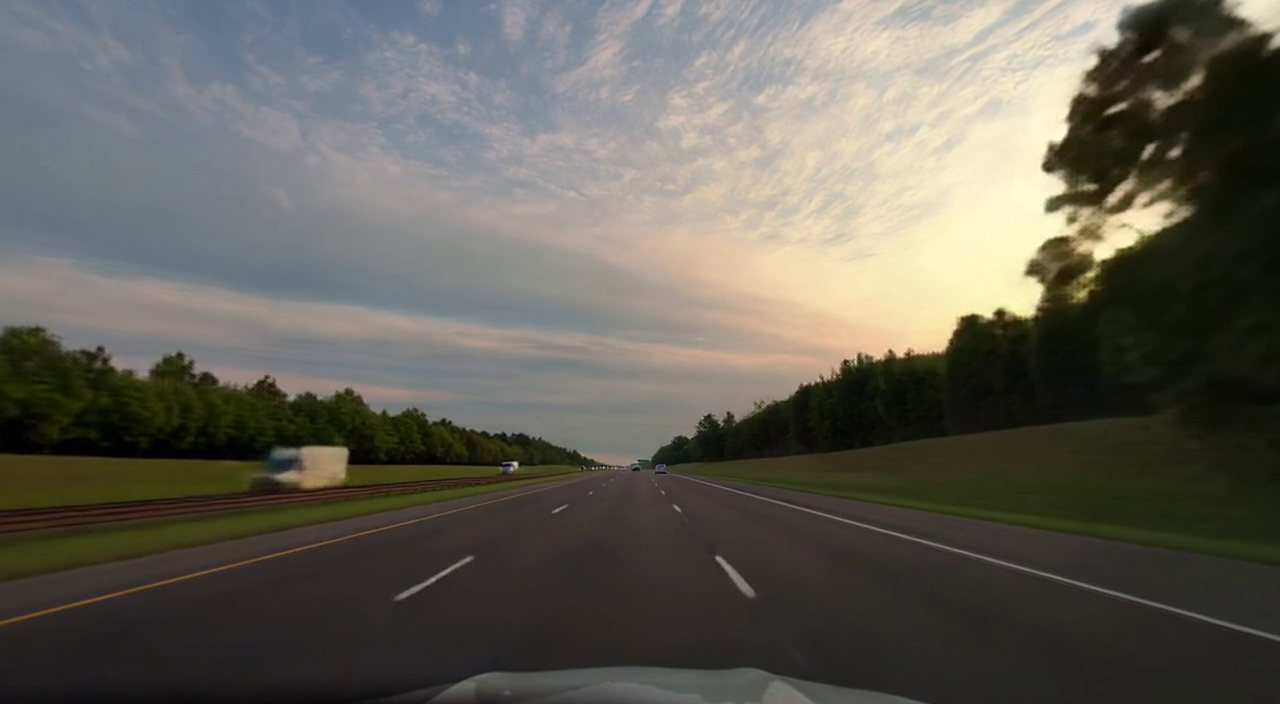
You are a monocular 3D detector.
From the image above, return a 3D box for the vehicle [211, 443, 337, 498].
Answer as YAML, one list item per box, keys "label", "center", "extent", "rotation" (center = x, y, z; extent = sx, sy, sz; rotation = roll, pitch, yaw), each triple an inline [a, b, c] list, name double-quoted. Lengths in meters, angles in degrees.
- label: "vehicle"
  center: [-16.836, 5.546, 29.522]
  extent: [2.243, 2.265, 5.976]
  rotation: [1, -10, 0]
